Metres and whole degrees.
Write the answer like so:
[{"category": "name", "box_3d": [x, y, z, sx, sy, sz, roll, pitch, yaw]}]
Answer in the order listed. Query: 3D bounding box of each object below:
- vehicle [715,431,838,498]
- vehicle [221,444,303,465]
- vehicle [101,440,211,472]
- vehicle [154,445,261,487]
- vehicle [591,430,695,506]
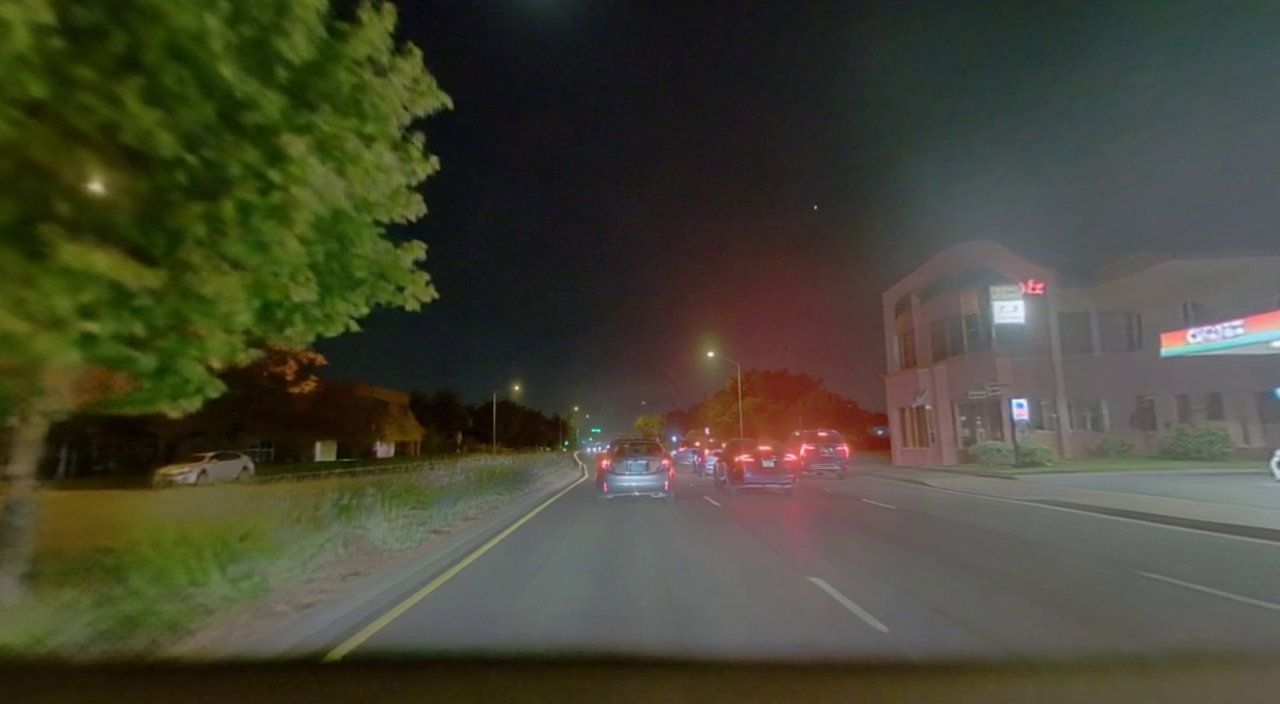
[{"category": "vehicle", "box_3d": [3.343, 2.877, 16.544, 2.124, 1.476, 4.730, 0, -8, -1]}, {"category": "vehicle", "box_3d": [-28.152, 7.662, 47.198, 4.736, 1.491, 2.042, 0, -8, -2]}, {"category": "vehicle", "box_3d": [-28.062, 6.051, 36.730, 4.699, 1.775, 2.007, 0, -8, 1]}, {"category": "vehicle", "box_3d": [-19.242, 5.059, 28.350, 1.903, 1.706, 3.994, 0, -8, 0]}, {"category": "vehicle", "box_3d": [0.067, 2.587, 14.441, 2.052, 1.488, 3.779, 0, -8, 0]}]
